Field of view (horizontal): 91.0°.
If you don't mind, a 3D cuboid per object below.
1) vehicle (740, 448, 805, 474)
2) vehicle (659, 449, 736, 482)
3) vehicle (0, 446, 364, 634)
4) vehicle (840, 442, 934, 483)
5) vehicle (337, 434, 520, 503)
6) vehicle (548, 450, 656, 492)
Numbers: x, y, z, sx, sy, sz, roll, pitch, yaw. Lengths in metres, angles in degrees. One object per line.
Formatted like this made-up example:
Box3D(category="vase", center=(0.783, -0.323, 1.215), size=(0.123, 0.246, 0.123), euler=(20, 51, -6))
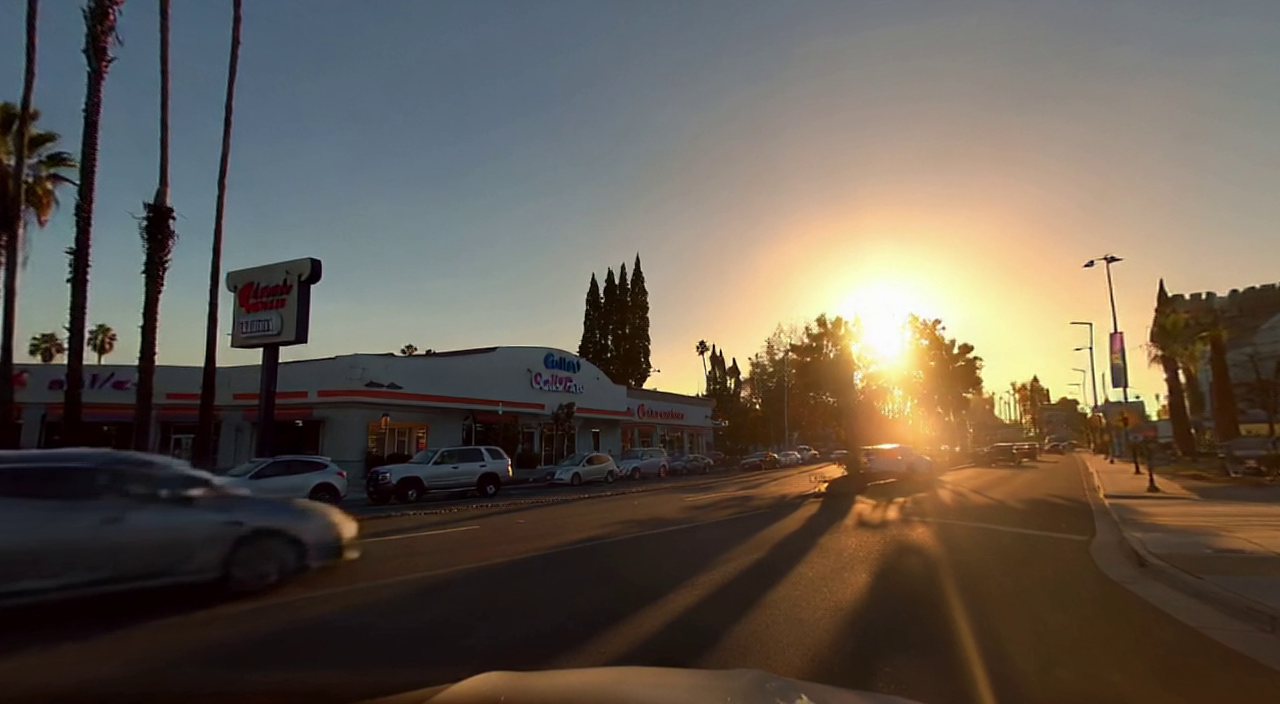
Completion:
Box3D(category="vehicle", center=(8.056, 6.537, 38.051), size=(1.981, 1.493, 4.721), euler=(-6, -11, 36))
Box3D(category="vehicle", center=(2.876, 5.495, 30.843), size=(1.776, 1.448, 4.137), euler=(-6, -11, 37))
Box3D(category="vehicle", center=(-5.560, 1.637, 6.009), size=(4.918, 1.461, 2.139), euler=(7, -11, -36))
Box3D(category="vehicle", center=(10.492, 4.577, 26.472), size=(2.232, 1.513, 5.090), euler=(-6, -11, 37))
Box3D(category="vehicle", center=(-6.167, 3.593, 18.990), size=(1.989, 1.792, 4.884), euler=(-9, -15, 35))
Box3D(category="vehicle", center=(-1.386, 4.648, 25.001), size=(1.837, 1.468, 4.389), euler=(-6, -11, 37))
